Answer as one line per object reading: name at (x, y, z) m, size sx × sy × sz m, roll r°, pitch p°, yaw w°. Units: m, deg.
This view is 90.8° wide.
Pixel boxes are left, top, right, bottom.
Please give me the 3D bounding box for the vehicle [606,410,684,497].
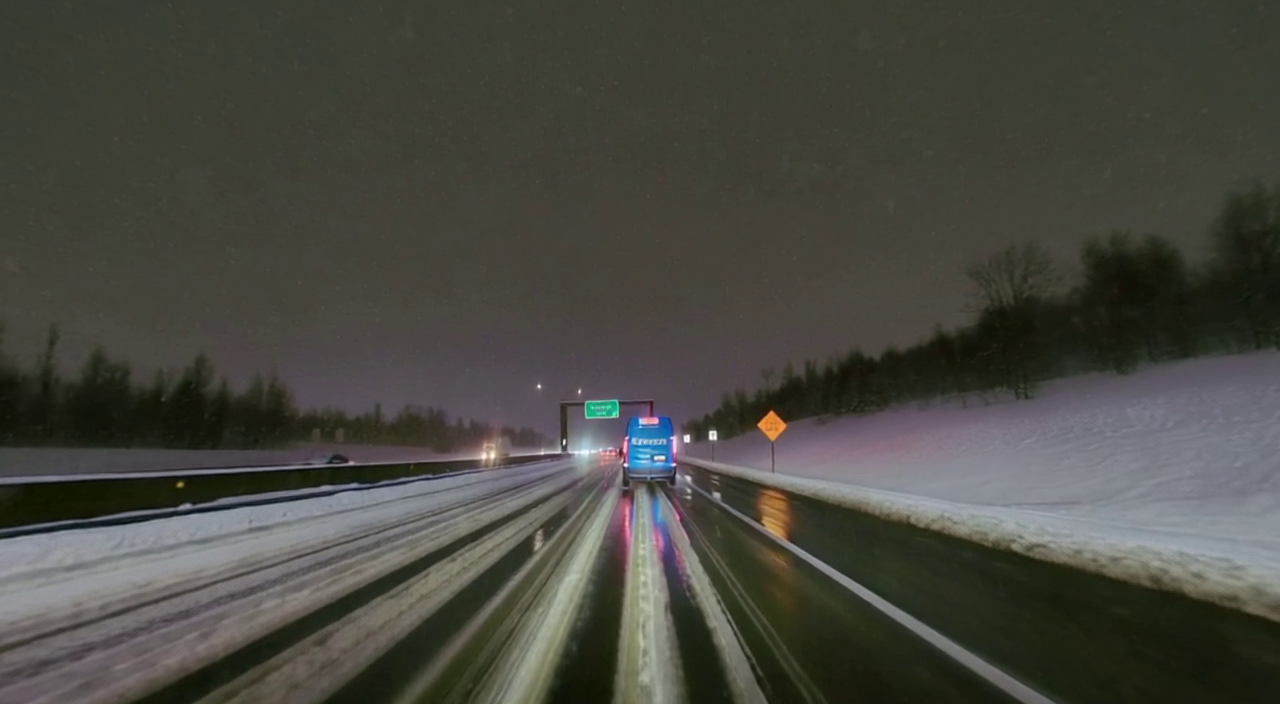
vehicle at (0.065, 3.437, 21.568) m, size 2.332 × 2.558 × 5.314 m, roll 0°, pitch -9°, yaw -2°
